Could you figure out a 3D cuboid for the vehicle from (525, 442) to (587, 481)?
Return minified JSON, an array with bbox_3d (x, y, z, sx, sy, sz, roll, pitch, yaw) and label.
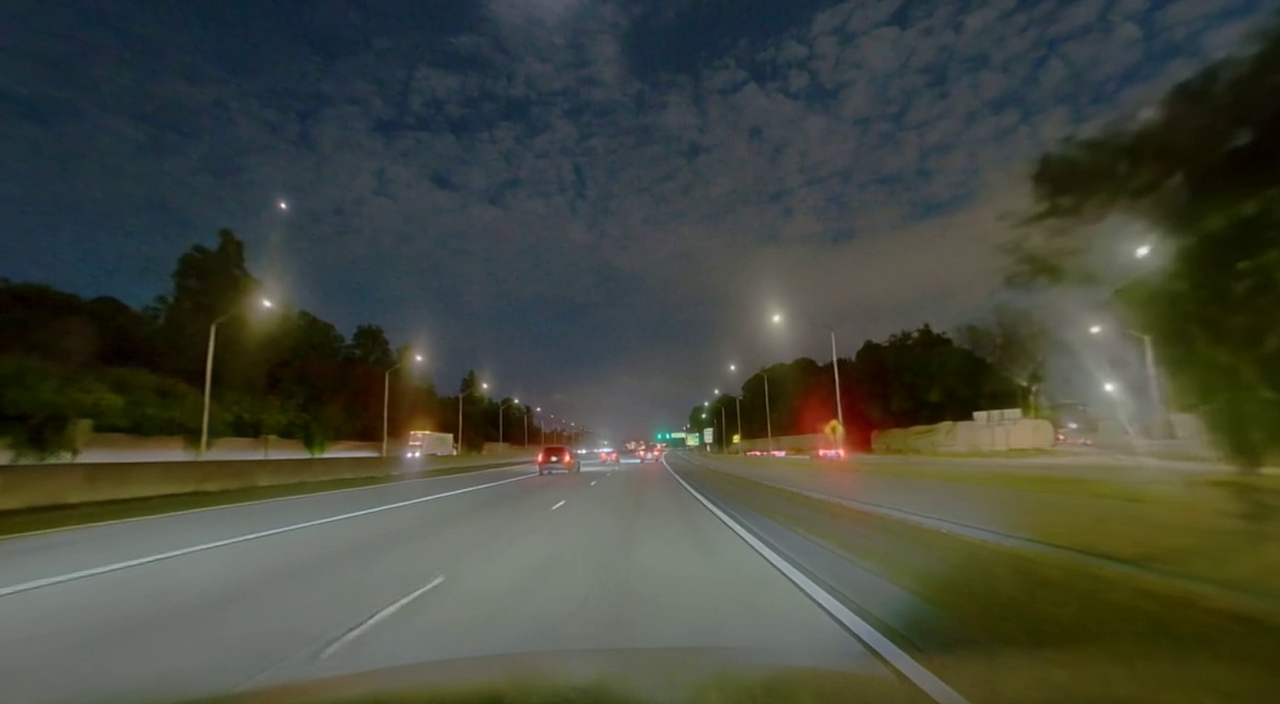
[{"bbox_3d":[-3.895,5.183,29.979,2.263,1.696,4.321,0,-9,1],"label":"vehicle"}]
